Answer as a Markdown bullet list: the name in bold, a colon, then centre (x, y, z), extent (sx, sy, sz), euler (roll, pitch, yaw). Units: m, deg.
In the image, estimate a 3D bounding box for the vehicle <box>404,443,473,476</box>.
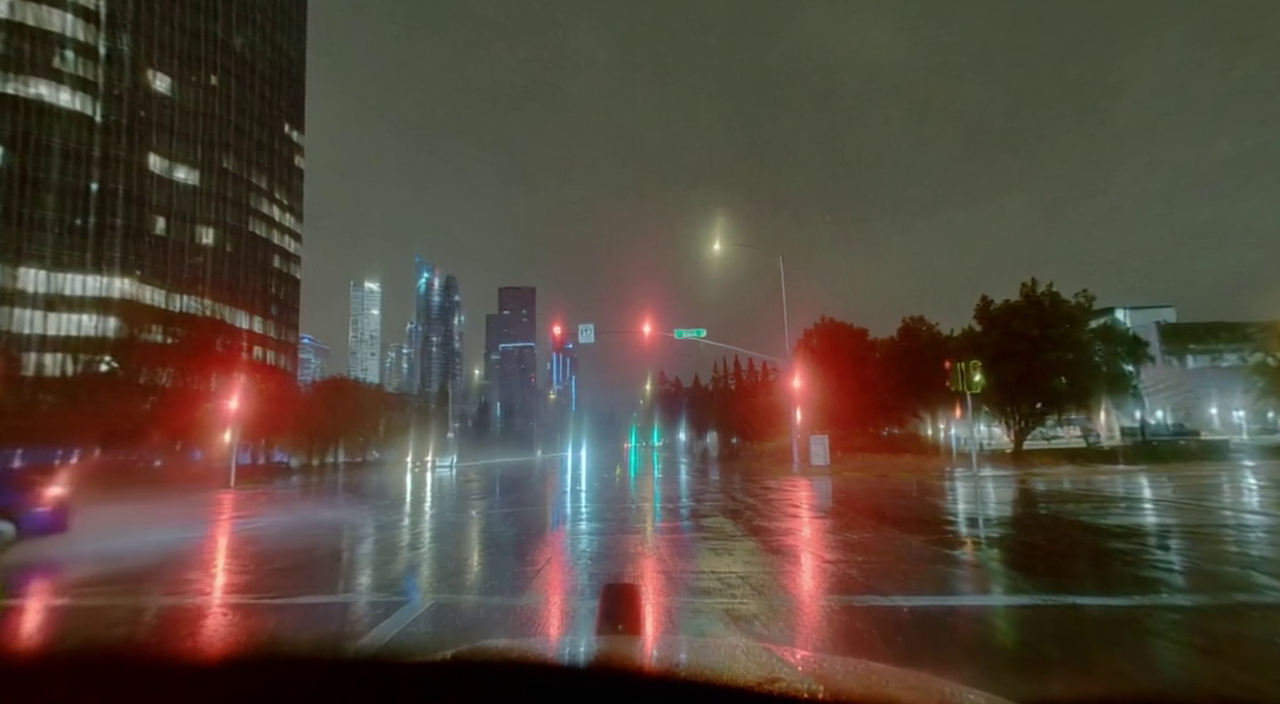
- **vehicle**: centre (-11.575, 6.217, 36.582), extent (2.069, 1.771, 4.947), euler (0, -9, 3)
